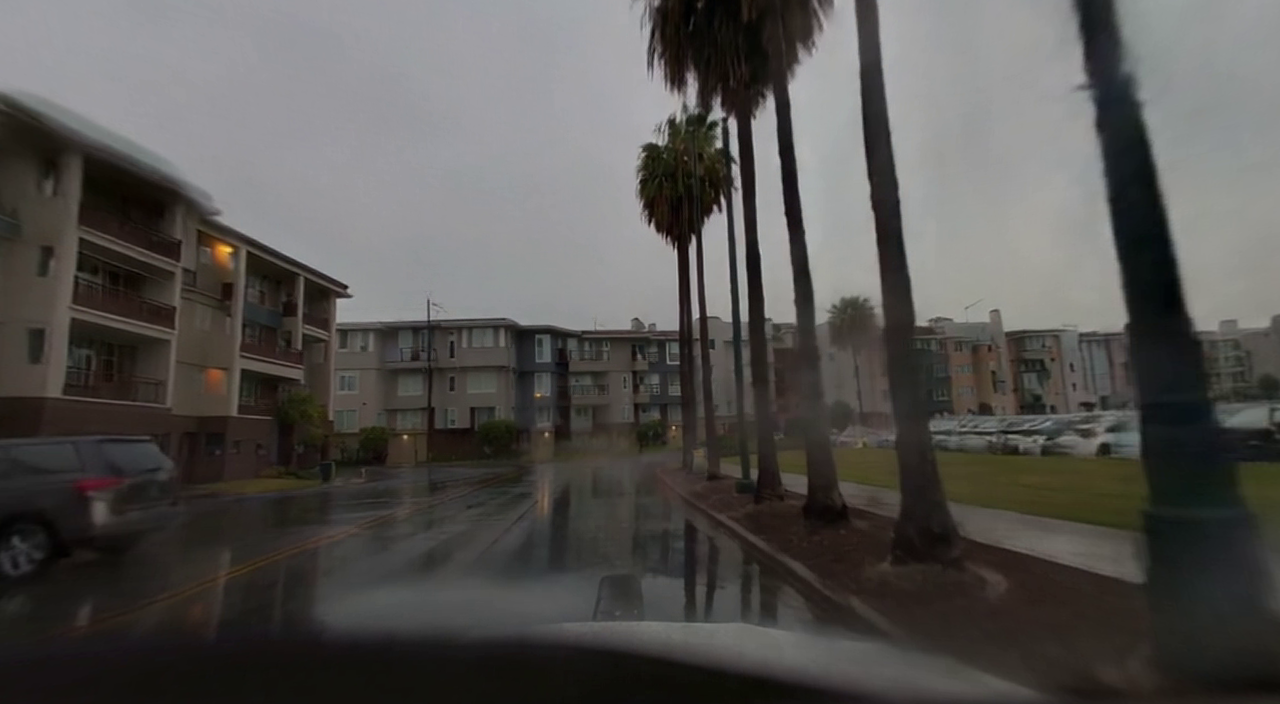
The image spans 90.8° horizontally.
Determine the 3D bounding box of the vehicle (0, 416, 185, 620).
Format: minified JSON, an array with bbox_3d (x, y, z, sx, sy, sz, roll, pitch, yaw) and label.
[{"bbox_3d":[-7.161,1.470,5.534,4.803,1.520,1.894,-2,-7,-6],"label":"vehicle"}]
